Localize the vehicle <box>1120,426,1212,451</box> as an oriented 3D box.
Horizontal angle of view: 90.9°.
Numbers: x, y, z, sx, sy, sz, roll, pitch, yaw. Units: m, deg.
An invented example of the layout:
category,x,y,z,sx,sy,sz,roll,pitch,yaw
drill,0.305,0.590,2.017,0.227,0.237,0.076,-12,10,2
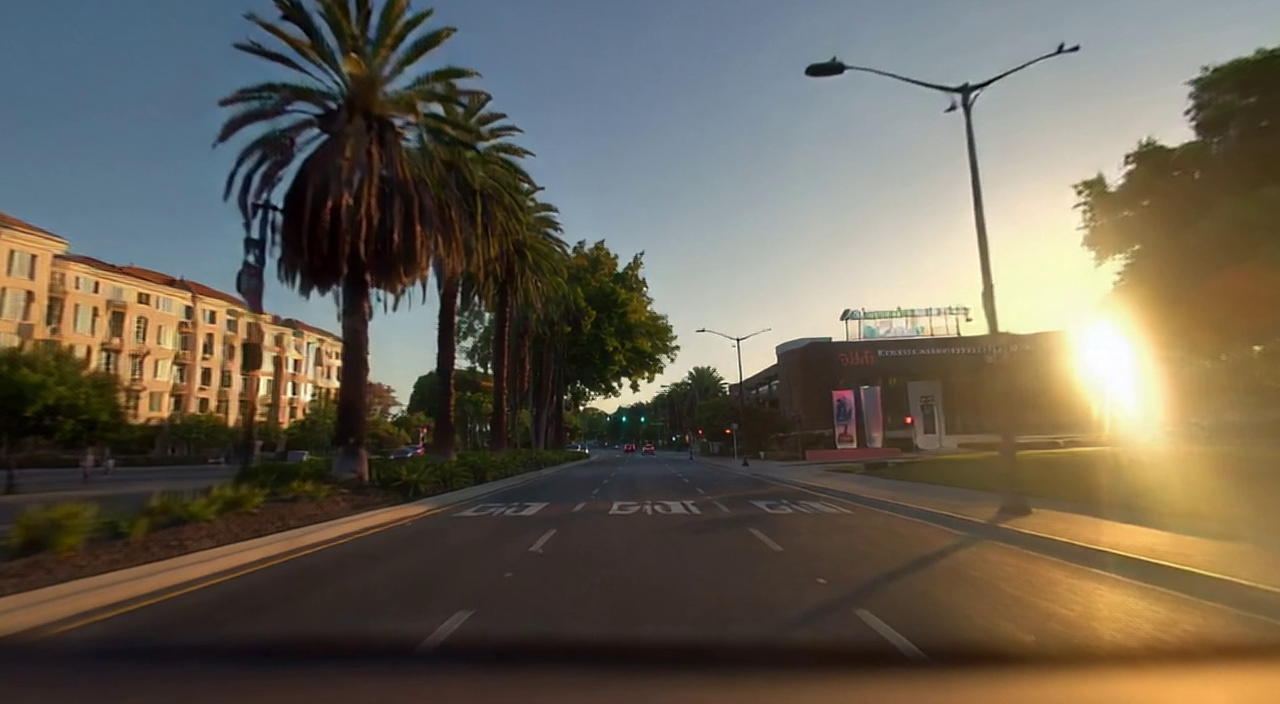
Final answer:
category,x,y,z,sx,sy,sz,roll,pitch,yaw
vehicle,34.471,5.718,41.458,1.820,1.571,4.697,0,-8,-3
